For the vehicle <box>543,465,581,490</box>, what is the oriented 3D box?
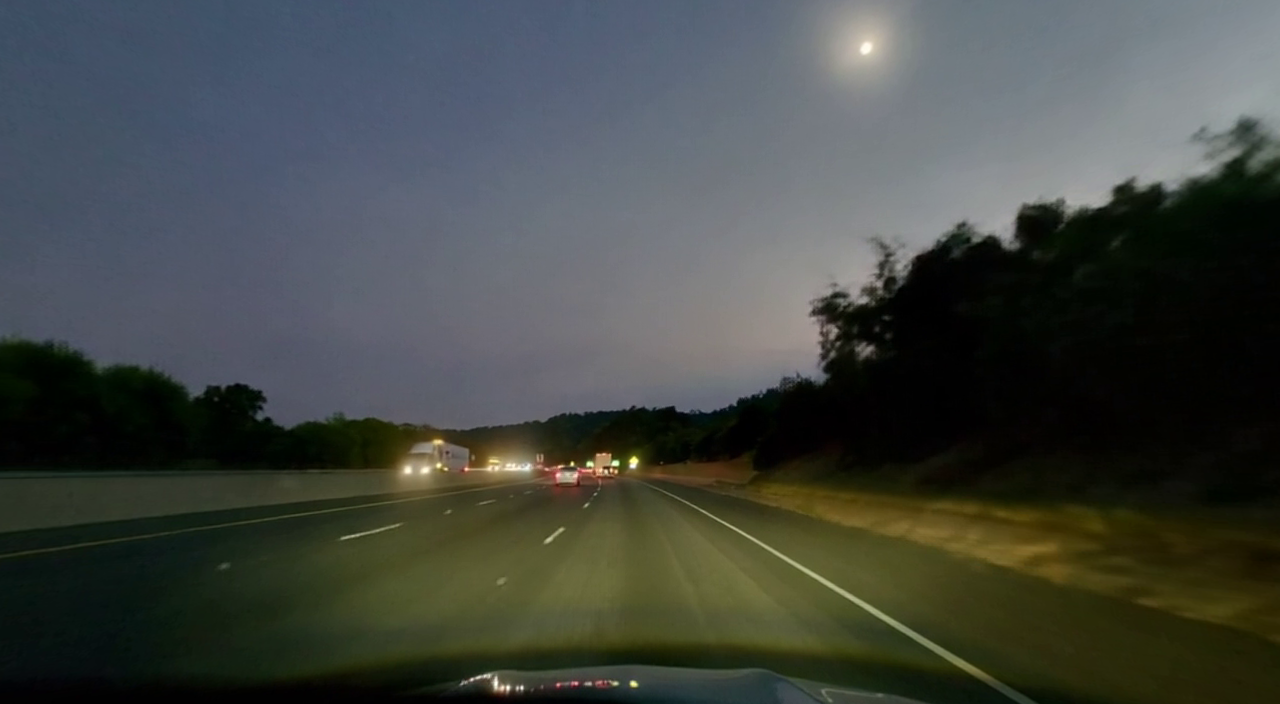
[{"bbox_3d":[-5.149,8.384,42.354,2.115,1.546,4.638,1,-10,-2],"label":"vehicle"}]
